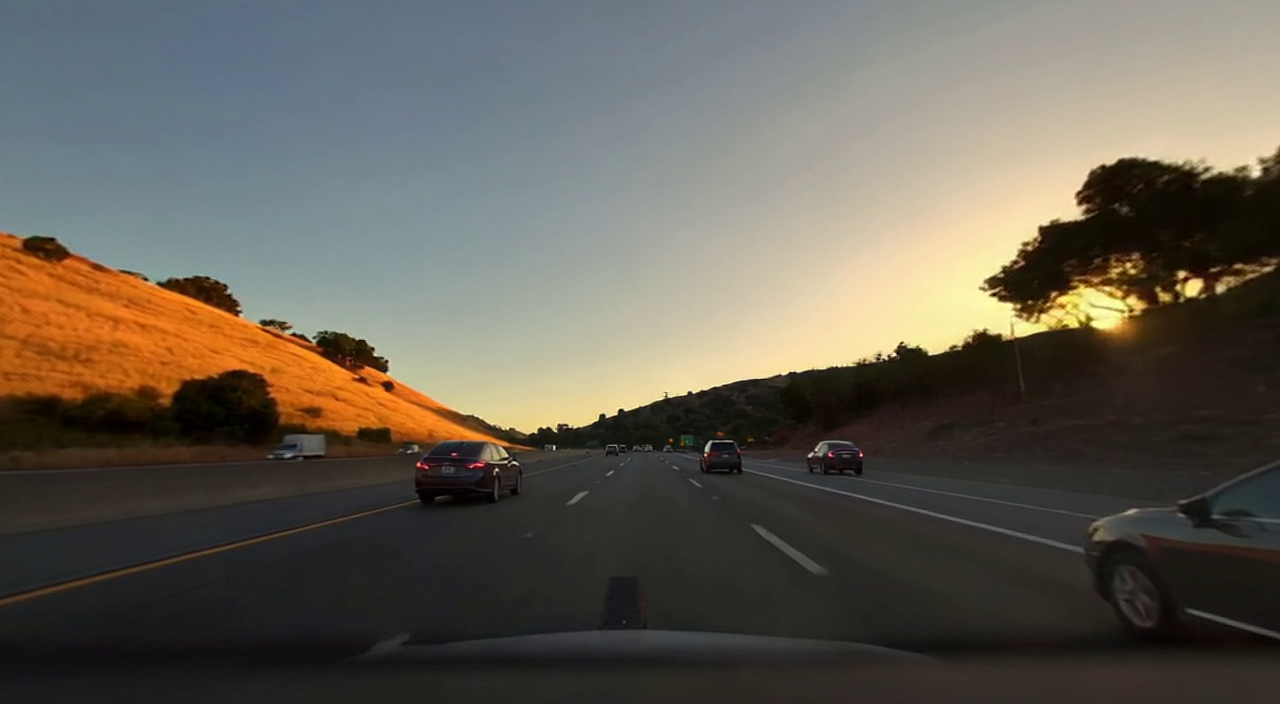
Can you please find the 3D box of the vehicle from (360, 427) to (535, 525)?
[{"bbox_3d":[-3.704,2.482,13.169,2.166,1.672,4.388,0,-8,1],"label":"vehicle"}]

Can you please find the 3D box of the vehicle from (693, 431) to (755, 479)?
[{"bbox_3d":[3.643,4.583,28.352,2.121,1.925,5.056,0,-8,0],"label":"vehicle"}]

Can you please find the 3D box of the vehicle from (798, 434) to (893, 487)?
[{"bbox_3d":[7.353,3.903,23.056,1.998,1.717,4.338,0,-8,0],"label":"vehicle"}]

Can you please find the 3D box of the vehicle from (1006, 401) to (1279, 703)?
[{"bbox_3d":[3.456,0.877,2.079,1.941,1.481,4.300,0,-9,1],"label":"vehicle"}]
